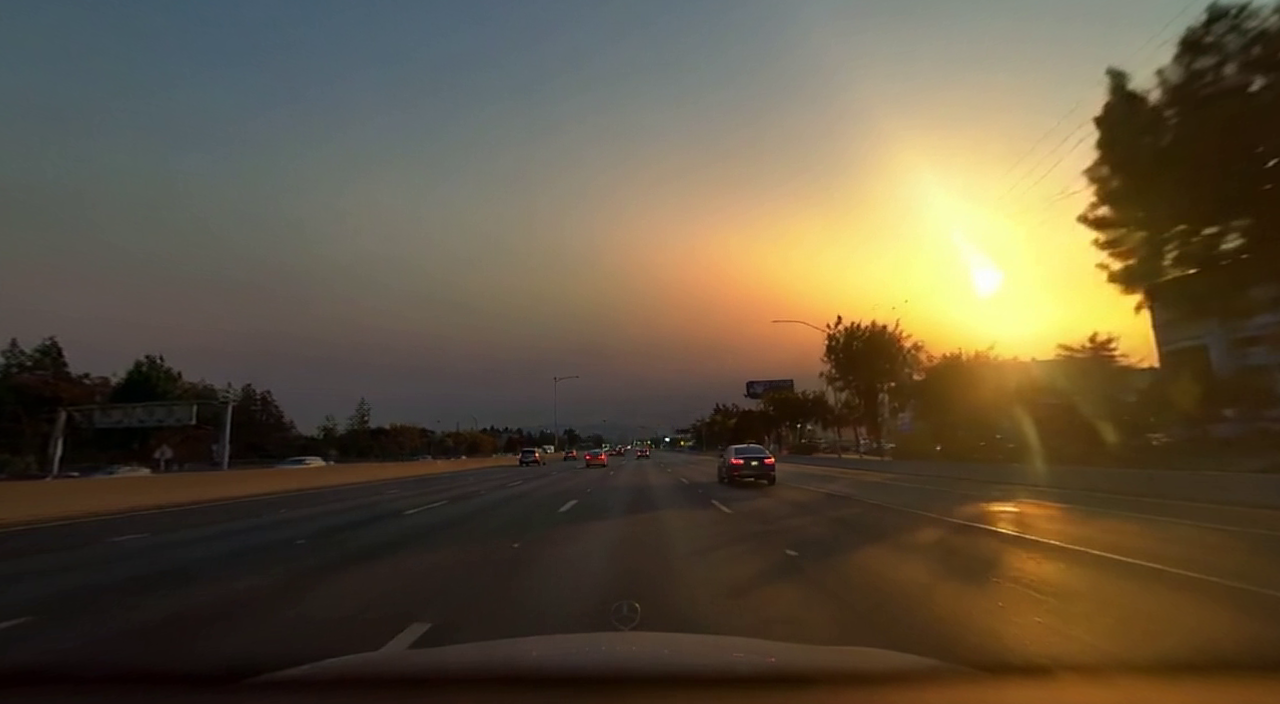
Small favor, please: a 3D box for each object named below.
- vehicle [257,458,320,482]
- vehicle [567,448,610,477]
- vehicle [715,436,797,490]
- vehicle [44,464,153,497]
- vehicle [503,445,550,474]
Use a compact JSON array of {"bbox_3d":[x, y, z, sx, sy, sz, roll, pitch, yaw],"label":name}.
[{"bbox_3d":[-27.446,9.188,49.375,1.996,1.683,5.125,0,-9,-1],"label":"vehicle"},{"bbox_3d":[-2.931,6.415,36.810,2.139,1.510,4.506,0,-9,1],"label":"vehicle"},{"bbox_3d":[4.151,4.070,23.425,2.109,1.764,4.704,0,-9,0],"label":"vehicle"},{"bbox_3d":[-31.736,7.530,37.162,1.905,1.634,5.113,0,-9,0],"label":"vehicle"},{"bbox_3d":[-7.446,7.115,41.807,2.112,1.813,4.716,-1,-9,1],"label":"vehicle"}]
